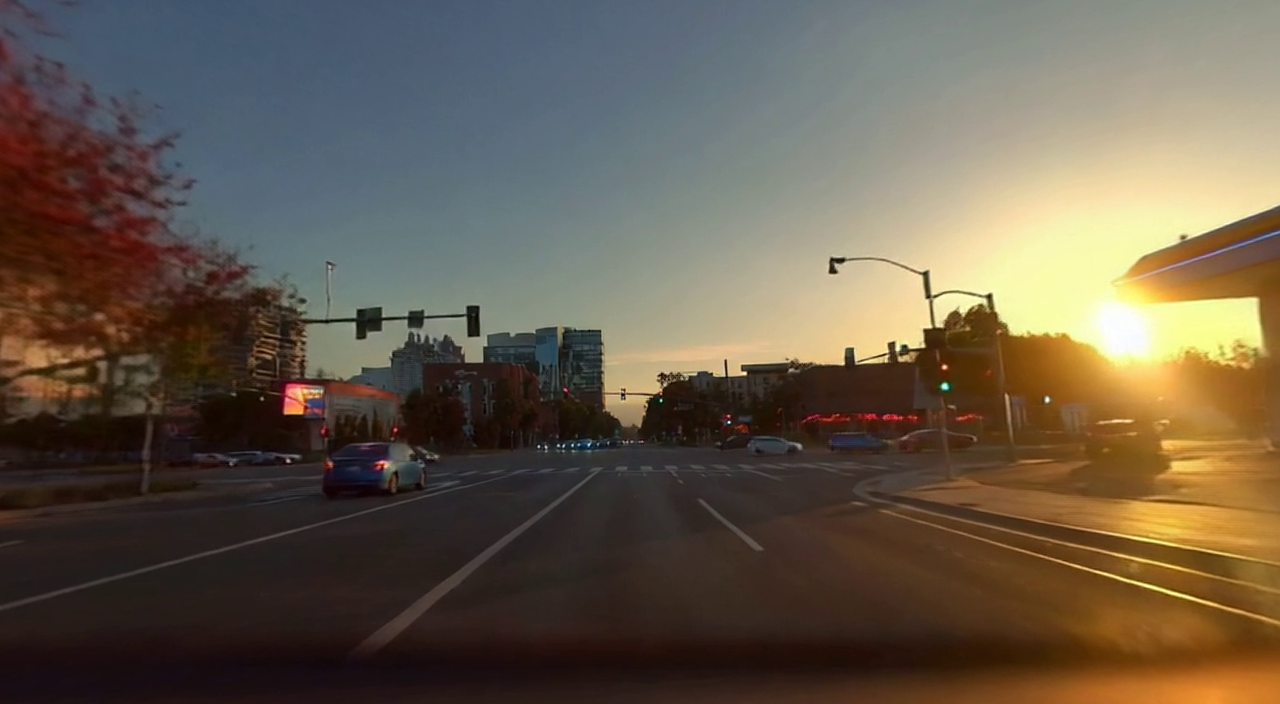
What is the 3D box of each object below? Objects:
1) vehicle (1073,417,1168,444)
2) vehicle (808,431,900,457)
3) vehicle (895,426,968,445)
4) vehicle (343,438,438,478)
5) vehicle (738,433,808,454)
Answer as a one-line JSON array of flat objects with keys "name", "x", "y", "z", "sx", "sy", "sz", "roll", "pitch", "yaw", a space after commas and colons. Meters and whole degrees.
[{"name": "vehicle", "x": 33.352, "y": 5.480, "z": 43.775, "sx": 4.864, "sy": 1.566, "sz": 1.807, "roll": -4, "pitch": -9, "yaw": 3}, {"name": "vehicle", "x": 12.856, "y": 5.582, "z": 38.020, "sx": 4.885, "sy": 1.503, "sz": 1.845, "roll": -1, "pitch": -8, "yaw": 3}, {"name": "vehicle", "x": 22.716, "y": 6.540, "z": 49.142, "sx": 4.696, "sy": 1.483, "sz": 1.898, "roll": 0, "pitch": -8, "yaw": 2}, {"name": "vehicle", "x": -9.975, "y": 4.273, "z": 25.642, "sx": 1.899, "sy": 1.460, "sz": 4.880, "roll": 0, "pitch": -8, "yaw": 0}, {"name": "vehicle", "x": 9.447, "y": 6.540, "z": 44.907, "sx": 4.647, "sy": 1.428, "sz": 1.825, "roll": -1, "pitch": -8, "yaw": 4}]
